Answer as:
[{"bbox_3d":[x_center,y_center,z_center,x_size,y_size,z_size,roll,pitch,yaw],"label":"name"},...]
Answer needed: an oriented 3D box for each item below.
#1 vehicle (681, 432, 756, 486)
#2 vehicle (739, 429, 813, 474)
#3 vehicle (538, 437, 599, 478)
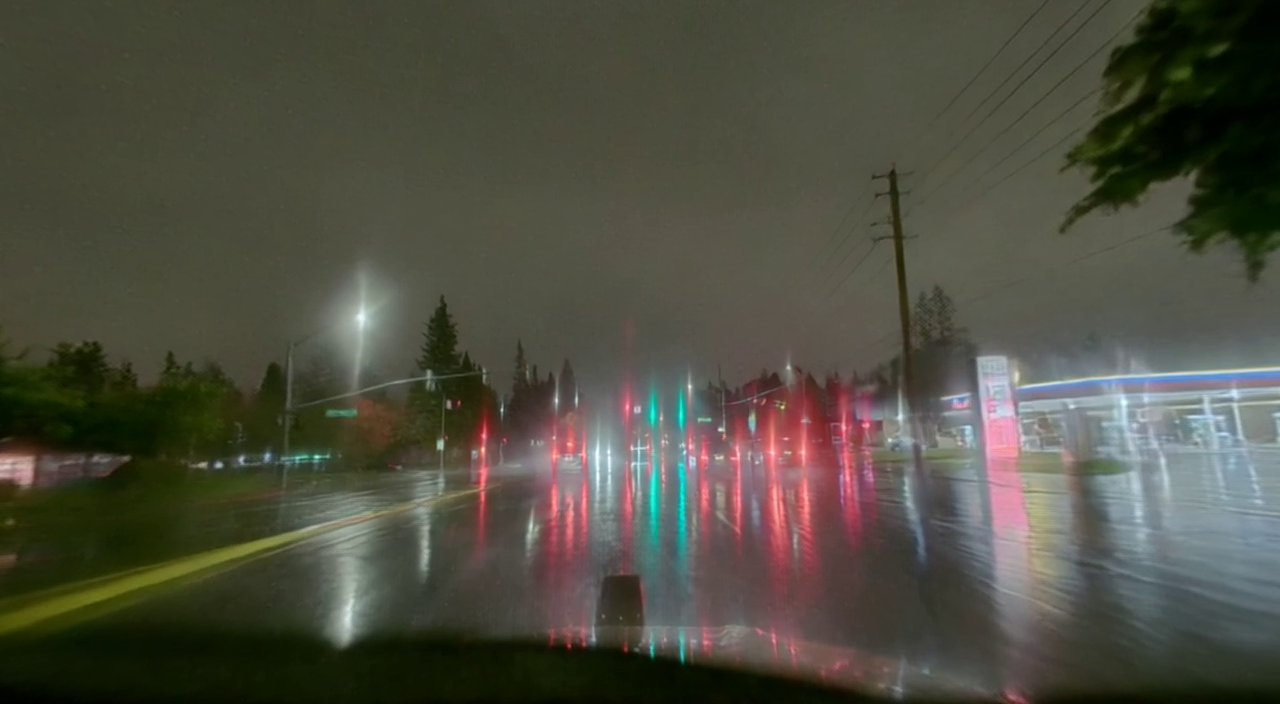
[{"bbox_3d":[2.813,3.978,23.779,2.140,1.800,4.660,0,-9,-1],"label":"vehicle"},{"bbox_3d":[7.027,5.232,33.361,2.510,2.176,5.527,0,-9,-2],"label":"vehicle"},{"bbox_3d":[-3.332,5.021,30.299,2.261,1.820,4.255,-1,-9,2],"label":"vehicle"}]
